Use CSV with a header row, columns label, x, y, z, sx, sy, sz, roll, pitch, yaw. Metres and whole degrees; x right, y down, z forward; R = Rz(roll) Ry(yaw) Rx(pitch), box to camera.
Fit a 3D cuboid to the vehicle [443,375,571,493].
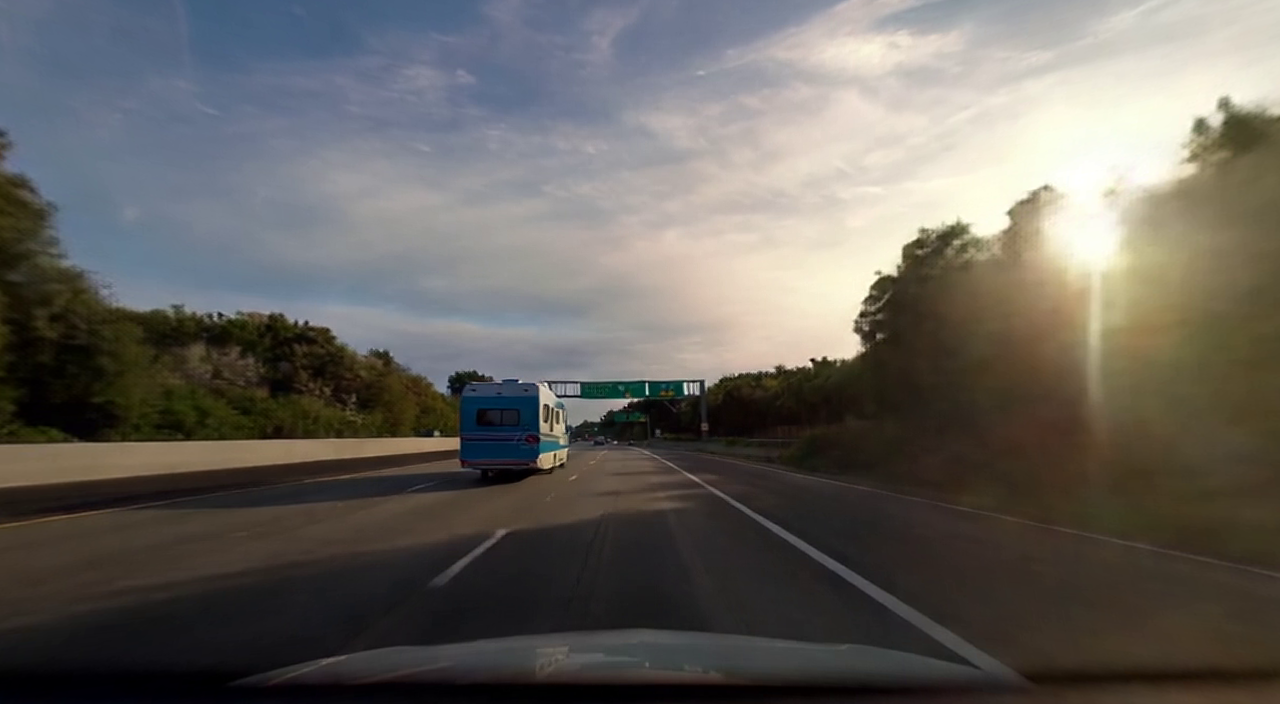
label,x,y,z,sx,sy,sz,roll,pitch,yaw
vehicle,-4.082,2.730,21.187,2.676,3.269,7.388,0,-7,0
